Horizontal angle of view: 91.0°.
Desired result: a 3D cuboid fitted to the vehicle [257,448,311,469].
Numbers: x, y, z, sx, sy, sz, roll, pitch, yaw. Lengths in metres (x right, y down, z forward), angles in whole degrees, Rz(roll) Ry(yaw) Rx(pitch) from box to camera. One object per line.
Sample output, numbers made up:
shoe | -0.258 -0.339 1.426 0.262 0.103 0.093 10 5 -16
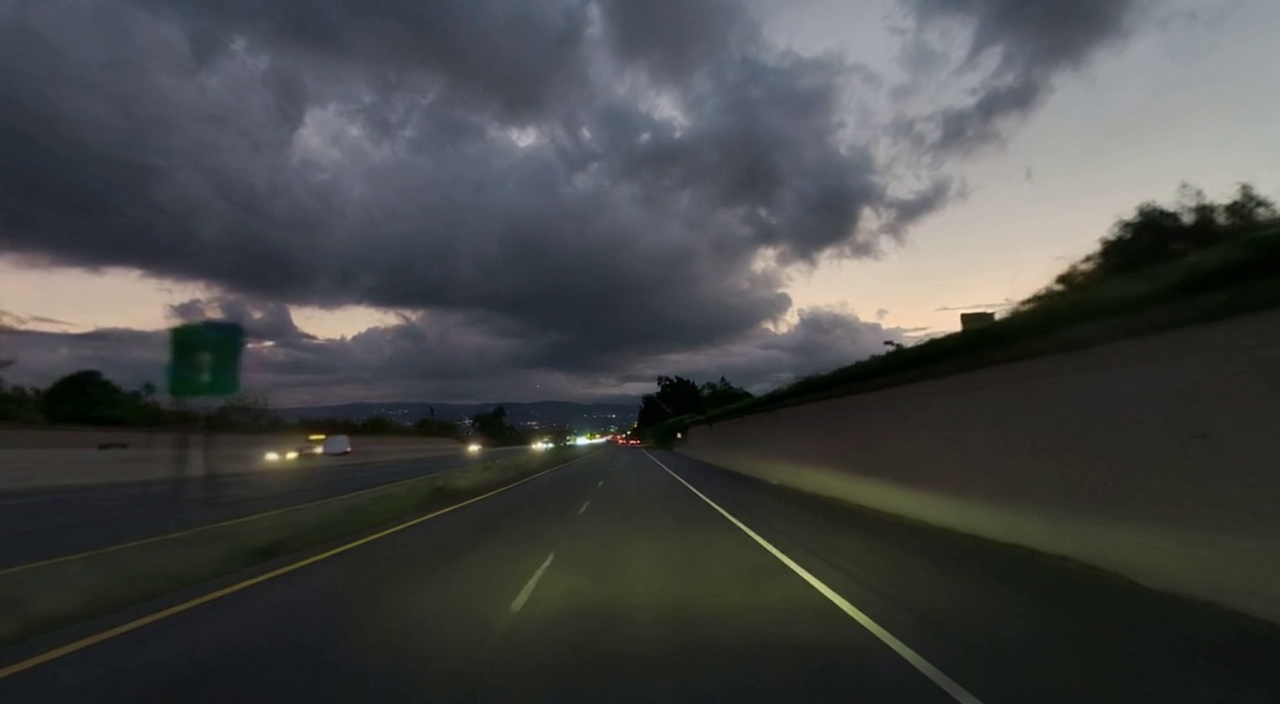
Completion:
vehicle | -26.585 7.938 47.113 1.812 1.467 4.539 0 -8 -6
